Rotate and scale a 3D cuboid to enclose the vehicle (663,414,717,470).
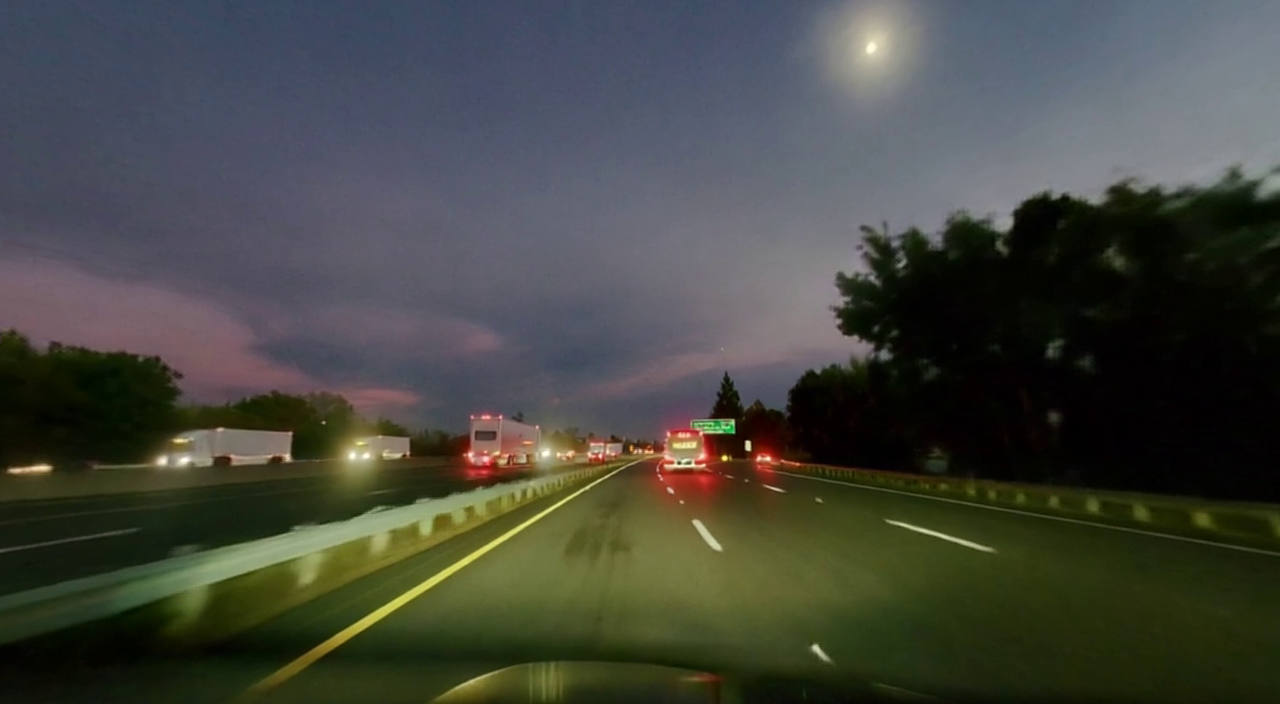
[{"bbox_3d":[3.476,6.895,47.692,2.928,3.595,13.975,0,-9,0],"label":"vehicle"}]
